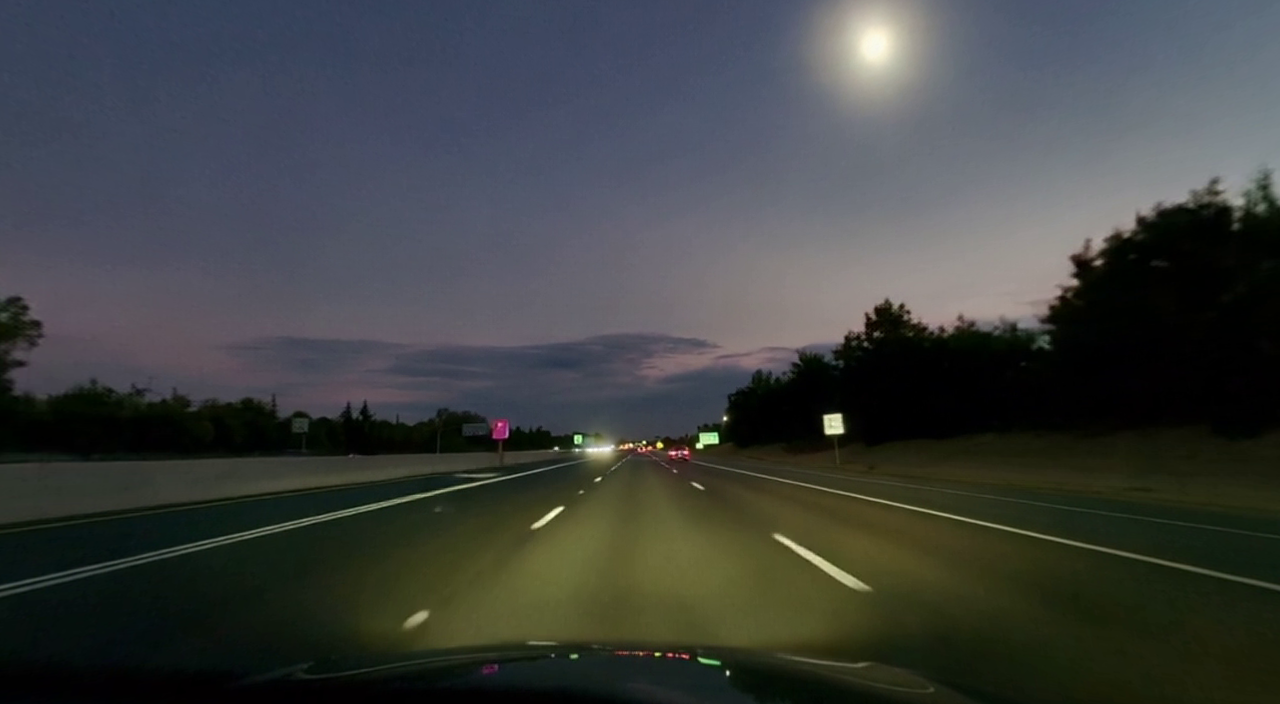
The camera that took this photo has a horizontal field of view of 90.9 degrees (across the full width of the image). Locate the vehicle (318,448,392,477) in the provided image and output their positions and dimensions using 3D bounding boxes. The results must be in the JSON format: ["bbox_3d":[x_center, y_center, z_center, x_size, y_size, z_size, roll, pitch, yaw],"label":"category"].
[{"bbox_3d":[-15.642,6.075,34.911,1.903,1.486,4.666,0,-9,1],"label":"vehicle"}]
